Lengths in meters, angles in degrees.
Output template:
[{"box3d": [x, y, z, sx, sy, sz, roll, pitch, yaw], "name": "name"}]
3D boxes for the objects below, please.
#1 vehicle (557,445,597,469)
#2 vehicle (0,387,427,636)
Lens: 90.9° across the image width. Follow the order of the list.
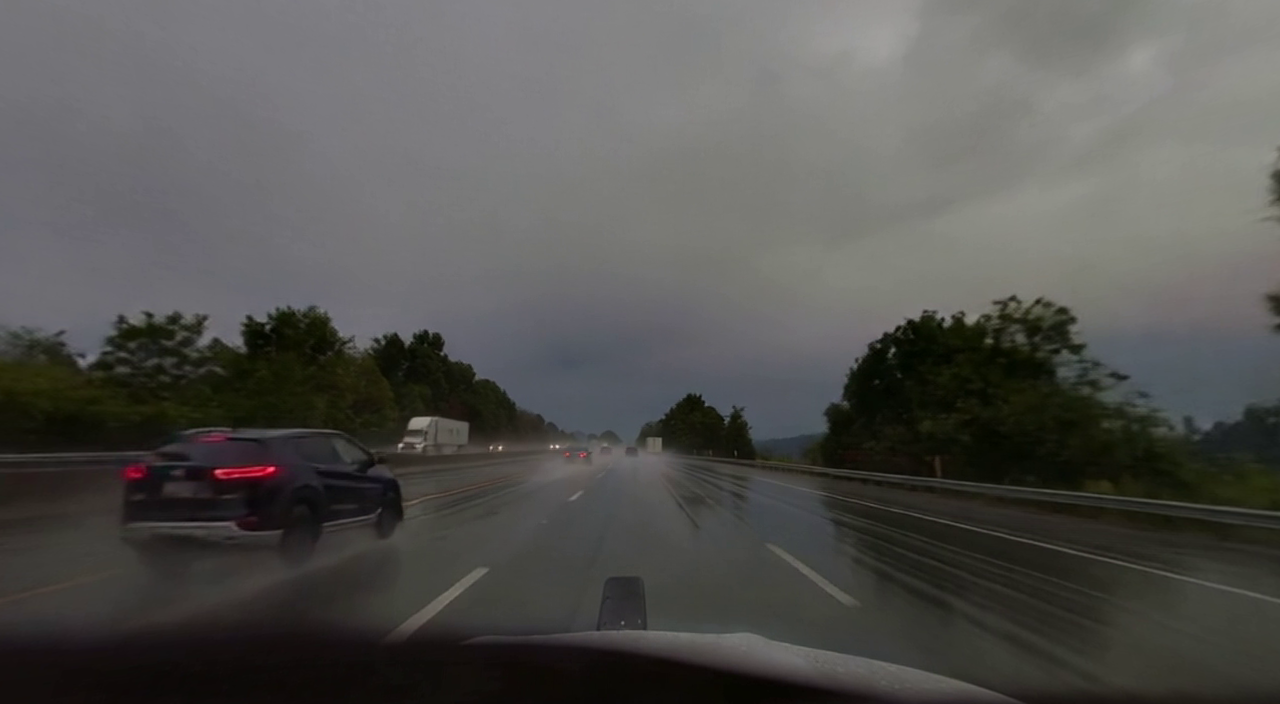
[{"box3d": [-4.084, 6.868, 41.322, 2.169, 1.473, 4.631, 0, -9, 0], "name": "vehicle"}, {"box3d": [-4.090, 1.420, 6.578, 2.108, 1.666, 4.558, 0, -9, 0], "name": "vehicle"}]
